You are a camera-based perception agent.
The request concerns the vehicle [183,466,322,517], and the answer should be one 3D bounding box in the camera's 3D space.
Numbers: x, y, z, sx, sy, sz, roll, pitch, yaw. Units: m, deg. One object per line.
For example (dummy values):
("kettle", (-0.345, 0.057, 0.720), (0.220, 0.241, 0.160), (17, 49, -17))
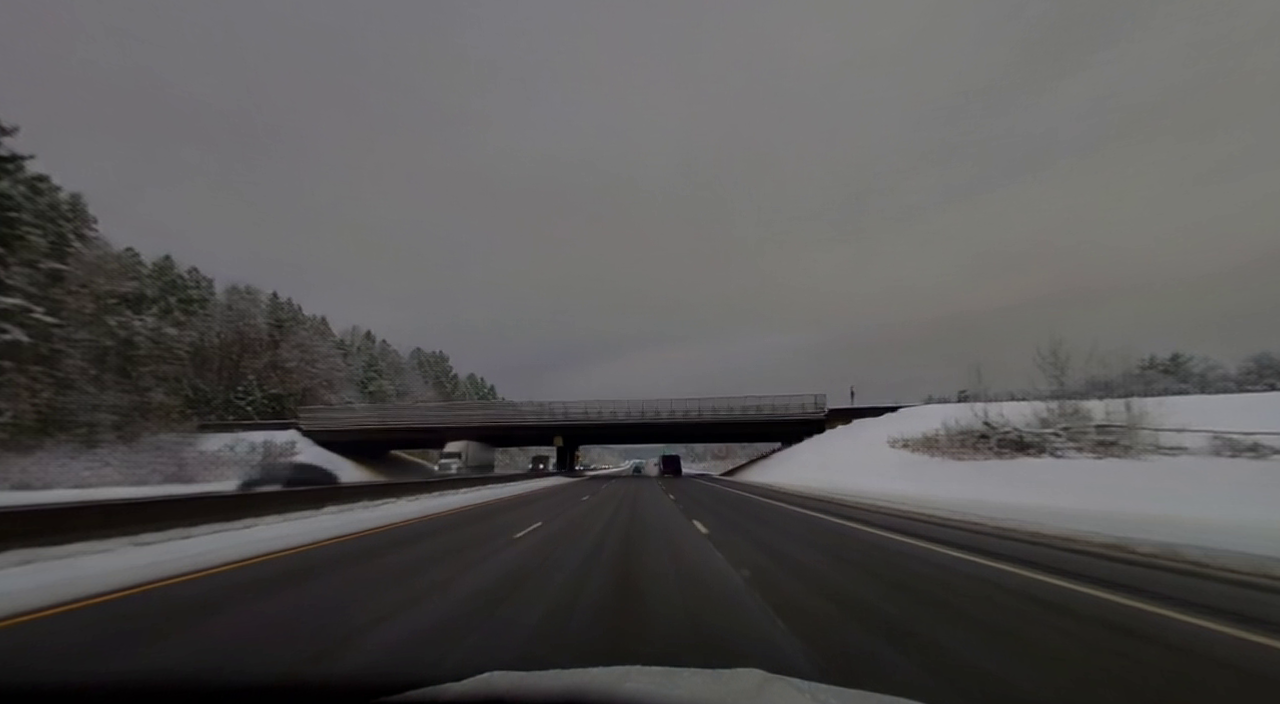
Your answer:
("vehicle", (-12.670, 4.563, 20.995), (1.835, 1.448, 4.324), (1, -10, 0))
